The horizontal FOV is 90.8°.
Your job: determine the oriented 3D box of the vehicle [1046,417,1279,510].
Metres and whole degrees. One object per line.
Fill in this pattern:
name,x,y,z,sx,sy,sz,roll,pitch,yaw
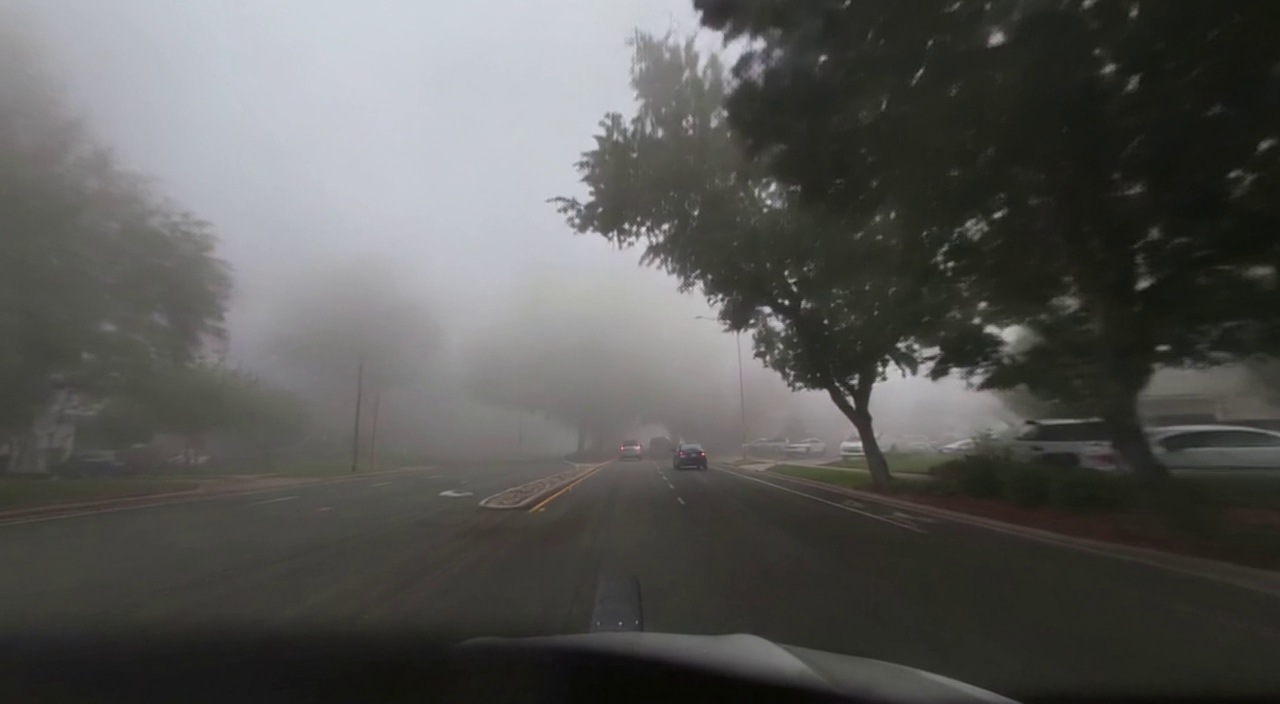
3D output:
vehicle,10.726,2.173,12.688,1.903,1.569,3.751,6,-10,-32

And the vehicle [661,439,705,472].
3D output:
vehicle,2.196,5.417,33.273,2.003,1.614,4.072,0,-8,-1

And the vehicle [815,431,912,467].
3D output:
vehicle,11.132,4.871,31.676,2.047,1.682,4.074,8,-12,-40

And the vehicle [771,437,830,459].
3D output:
vehicle,11.032,6.577,43.538,3.486,1.431,1.799,-7,-11,43

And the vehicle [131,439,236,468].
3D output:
vehicle,-33.697,7.518,46.902,5.899,1.996,2.367,5,-9,-29

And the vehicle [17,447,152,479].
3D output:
vehicle,-28.094,5.626,32.199,4.796,1.478,1.947,5,-10,-32

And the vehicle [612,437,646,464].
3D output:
vehicle,-0.838,7.430,47.935,2.488,1.881,4.814,0,-8,-1
